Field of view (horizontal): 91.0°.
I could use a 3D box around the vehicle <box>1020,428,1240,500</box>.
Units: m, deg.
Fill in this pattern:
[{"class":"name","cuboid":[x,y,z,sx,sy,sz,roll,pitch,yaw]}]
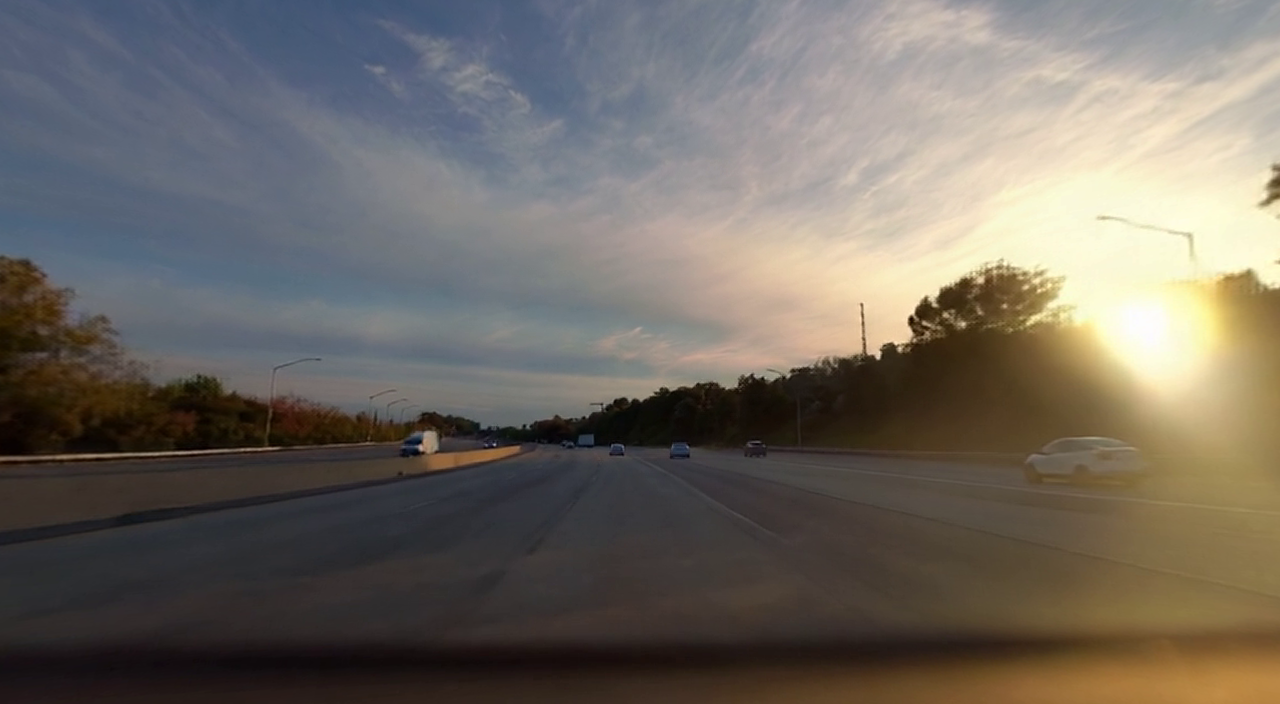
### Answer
[{"class":"vehicle","cuboid":[14.048,3.250,18.673,2.107,1.803,5.385,0,-9,-1]}]
